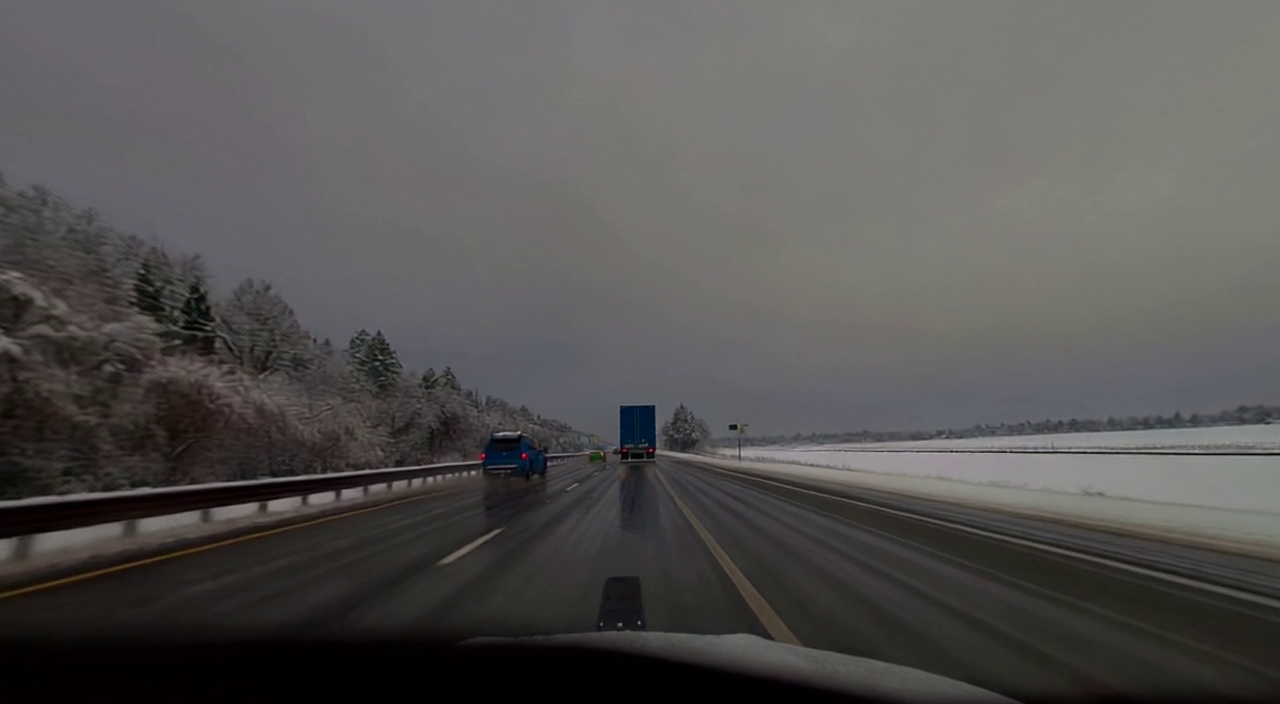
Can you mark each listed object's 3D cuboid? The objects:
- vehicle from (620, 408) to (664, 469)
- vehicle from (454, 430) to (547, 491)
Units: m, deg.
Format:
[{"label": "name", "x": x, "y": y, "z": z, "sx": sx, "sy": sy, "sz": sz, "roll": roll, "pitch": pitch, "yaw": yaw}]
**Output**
[{"label": "vehicle", "x": 0.137, "y": 6.383, "z": 46.135, "sx": 2.899, "sy": 3.966, "sz": 10.053, "roll": 0, "pitch": -9, "yaw": 0}, {"label": "vehicle", "x": -4.551, "y": 3.618, "z": 21.334, "sx": 2.042, "sy": 1.815, "sz": 4.639, "roll": 0, "pitch": -9, "yaw": 0}]
